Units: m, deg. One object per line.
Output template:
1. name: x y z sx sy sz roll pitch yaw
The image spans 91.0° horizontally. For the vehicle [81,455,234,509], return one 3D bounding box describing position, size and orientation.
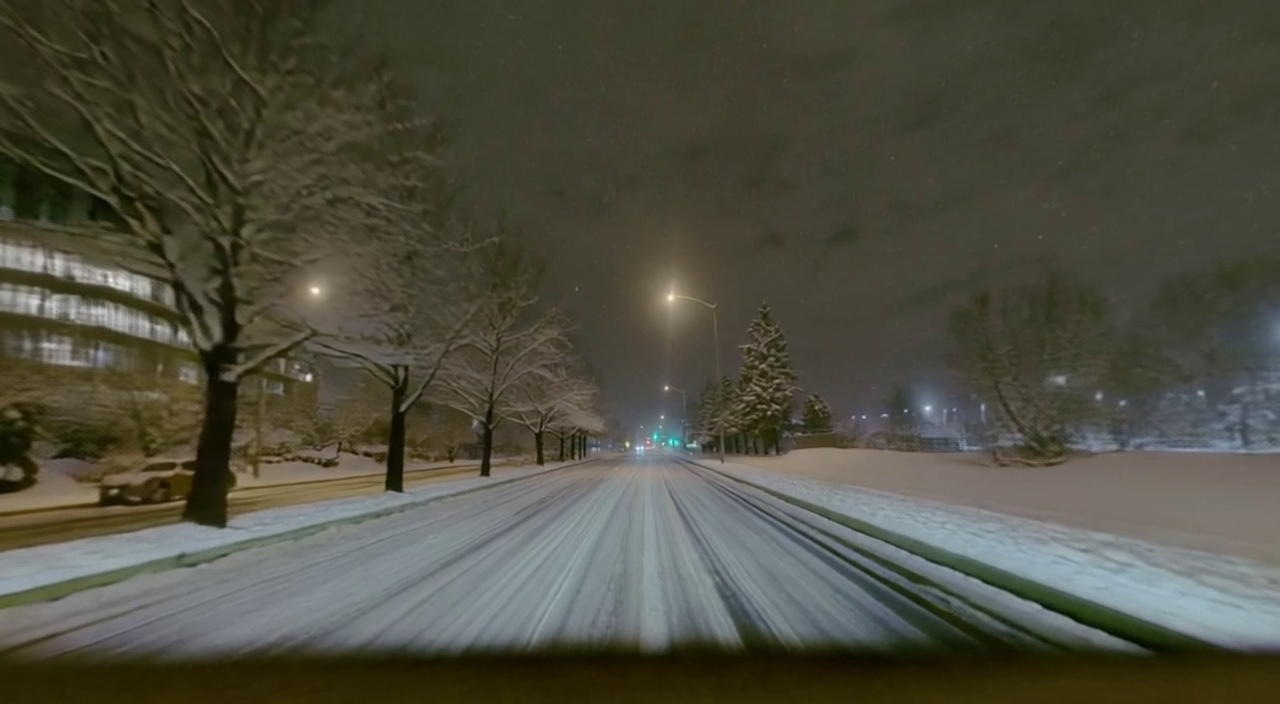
1. vehicle: -16.731 4.493 22.219 1.807 1.570 4.557 -1 -9 0
